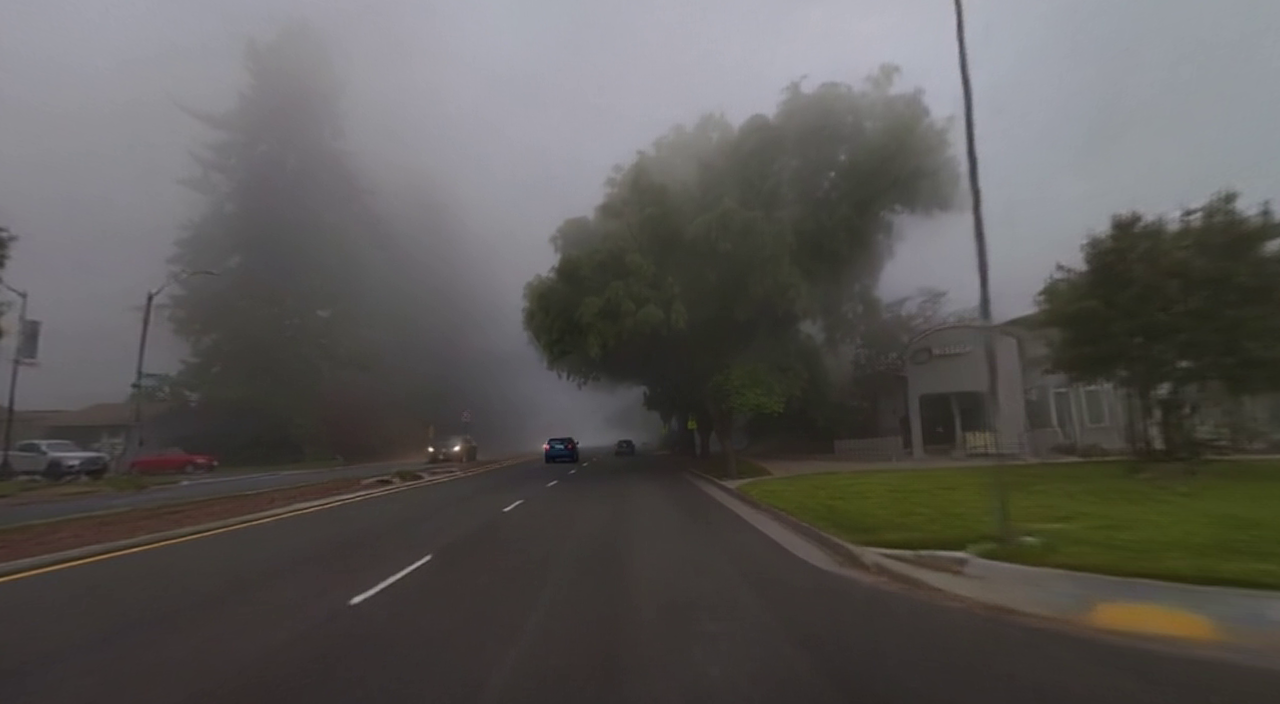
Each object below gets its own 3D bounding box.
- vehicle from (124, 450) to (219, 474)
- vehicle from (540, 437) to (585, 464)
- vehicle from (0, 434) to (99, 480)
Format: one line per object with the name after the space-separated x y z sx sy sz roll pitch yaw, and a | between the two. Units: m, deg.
-29.950 7.009 40.310 4.605 1.453 1.809 0 -8 0 | vehicle
-4.448 5.750 36.765 2.083 1.460 4.527 0 -8 -1 | vehicle
-30.728 5.259 31.621 4.865 2.217 2.192 0 -8 -3 | vehicle
